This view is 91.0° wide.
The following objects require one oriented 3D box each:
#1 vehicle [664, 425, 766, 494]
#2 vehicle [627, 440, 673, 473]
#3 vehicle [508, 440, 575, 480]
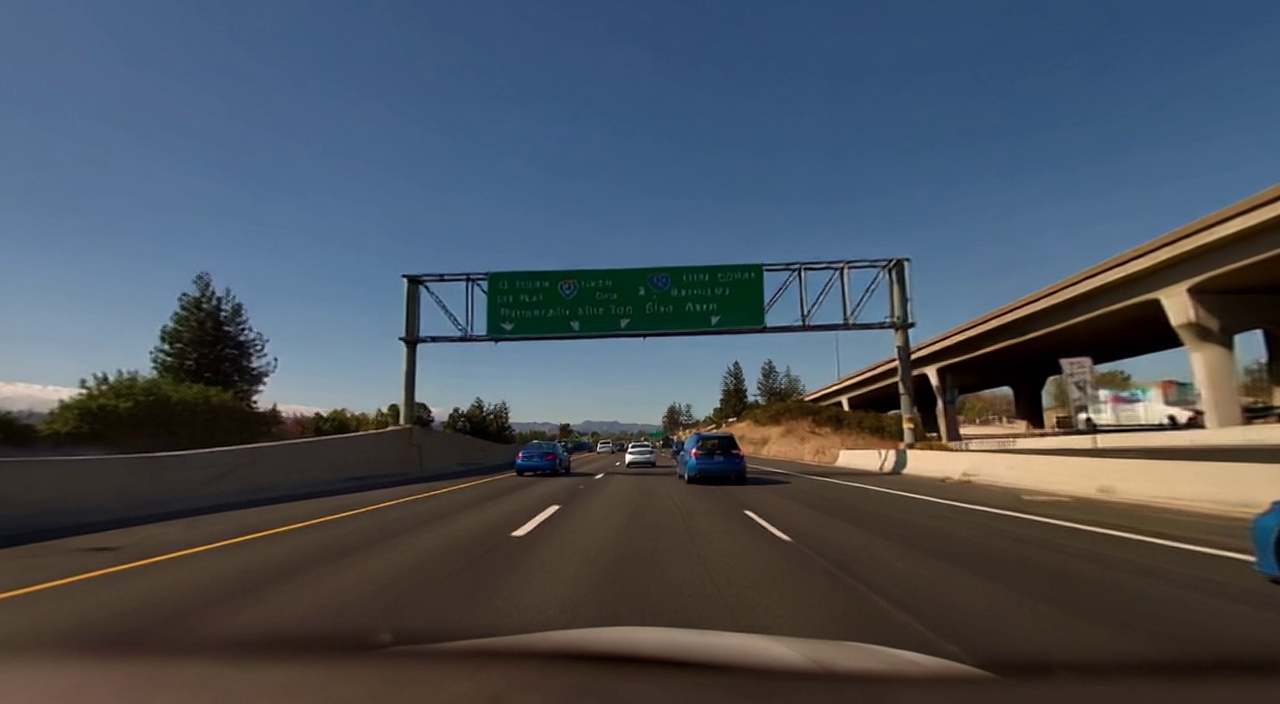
[{"bbox_3d":[2.007,3.082,18.327,2.202,1.748,4.158,1,-8,-4],"label":"vehicle"},{"bbox_3d":[0.461,5.051,30.618,2.089,1.493,3.964,0,-8,0],"label":"vehicle"},{"bbox_3d":[-3.972,4.405,26.041,2.031,1.491,4.145,0,-8,1],"label":"vehicle"}]
